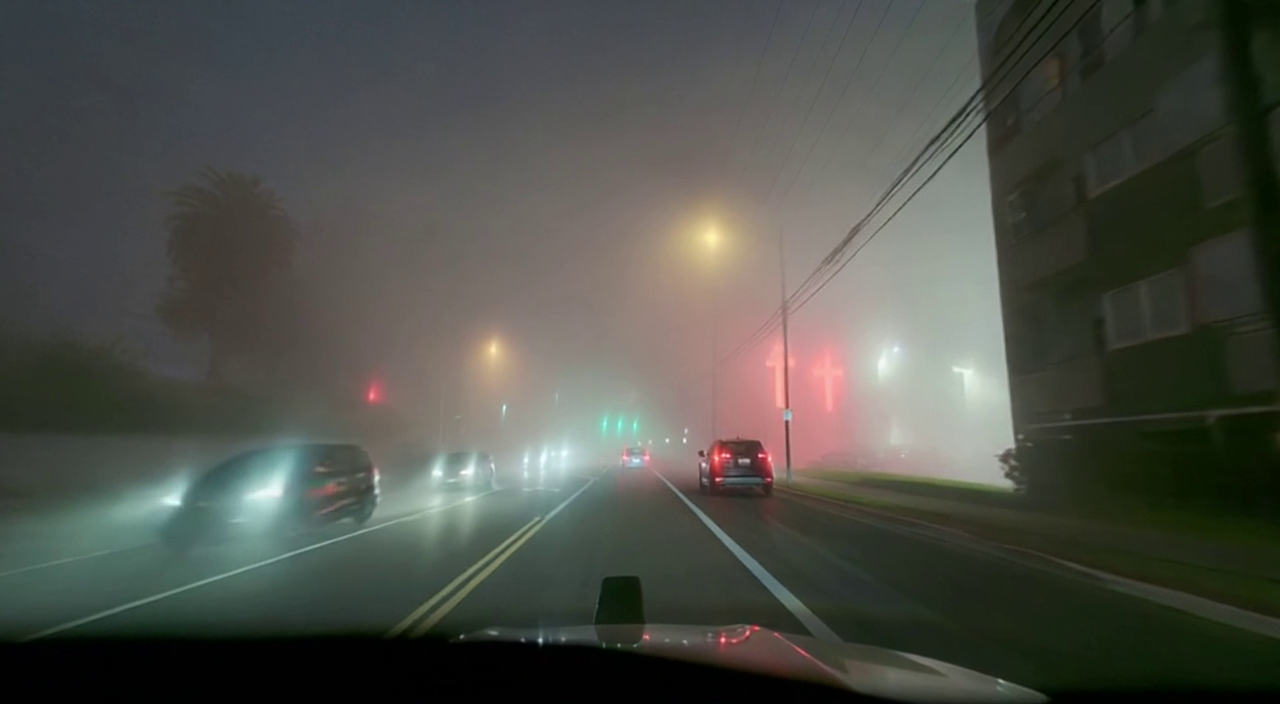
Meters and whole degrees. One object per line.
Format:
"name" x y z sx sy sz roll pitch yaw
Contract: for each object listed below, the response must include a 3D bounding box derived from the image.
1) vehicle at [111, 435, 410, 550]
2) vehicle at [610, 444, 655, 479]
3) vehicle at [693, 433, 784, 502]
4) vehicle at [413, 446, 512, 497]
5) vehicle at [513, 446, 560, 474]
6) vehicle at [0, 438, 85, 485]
"vehicle" -5.763 2.161 10.539 2.083 1.451 4.707 0 -8 0
"vehicle" -0.359 5.663 32.899 2.196 1.655 3.939 0 -8 0
"vehicle" 2.847 3.459 19.387 1.995 1.858 4.333 0 -8 -1
"vehicle" -6.042 4.108 22.173 2.135 1.542 4.575 0 -8 0
"vehicle" -6.111 6.430 37.966 2.074 1.541 4.395 0 -8 0
"vehicle" -26.231 4.582 26.706 1.889 1.778 4.543 1 -8 -9
